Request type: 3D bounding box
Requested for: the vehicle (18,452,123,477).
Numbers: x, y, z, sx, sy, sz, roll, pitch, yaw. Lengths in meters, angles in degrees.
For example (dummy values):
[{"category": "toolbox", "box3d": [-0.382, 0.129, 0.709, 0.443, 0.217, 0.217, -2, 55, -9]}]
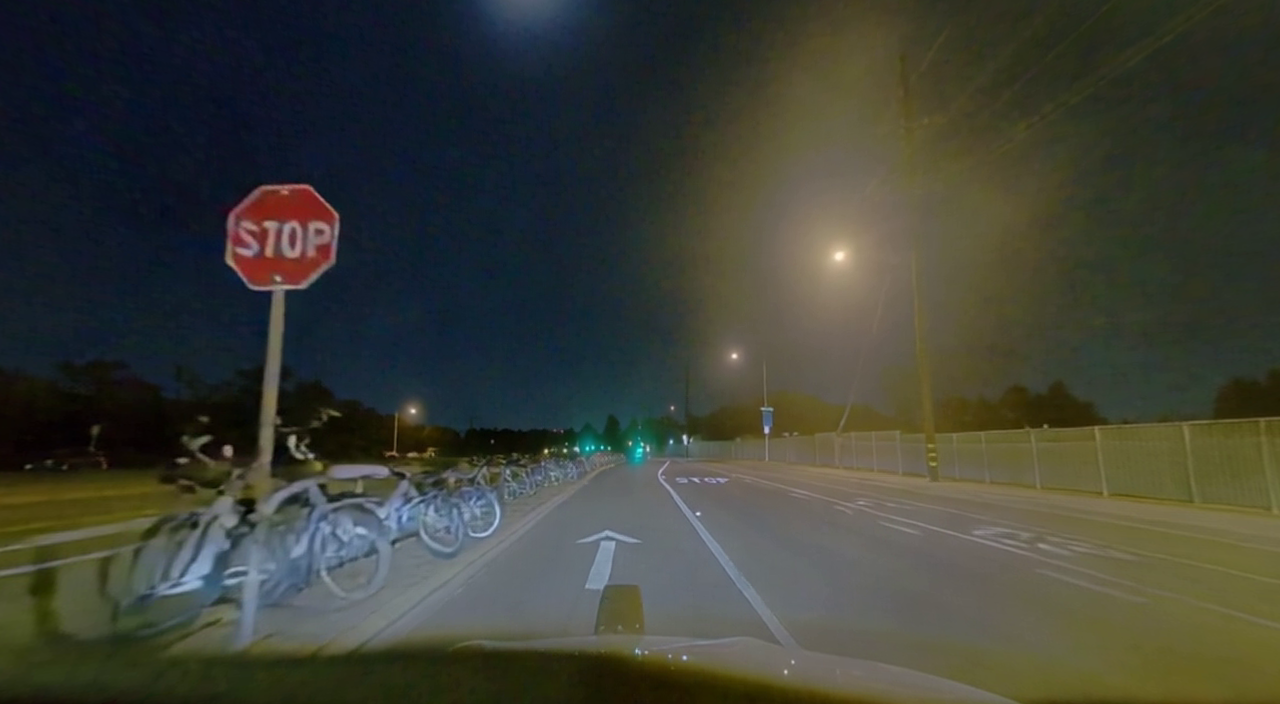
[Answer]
[{"category": "vehicle", "box3d": [-33.786, 6.668, 37.560, 4.327, 1.402, 1.757, 0, -9, -4]}]
